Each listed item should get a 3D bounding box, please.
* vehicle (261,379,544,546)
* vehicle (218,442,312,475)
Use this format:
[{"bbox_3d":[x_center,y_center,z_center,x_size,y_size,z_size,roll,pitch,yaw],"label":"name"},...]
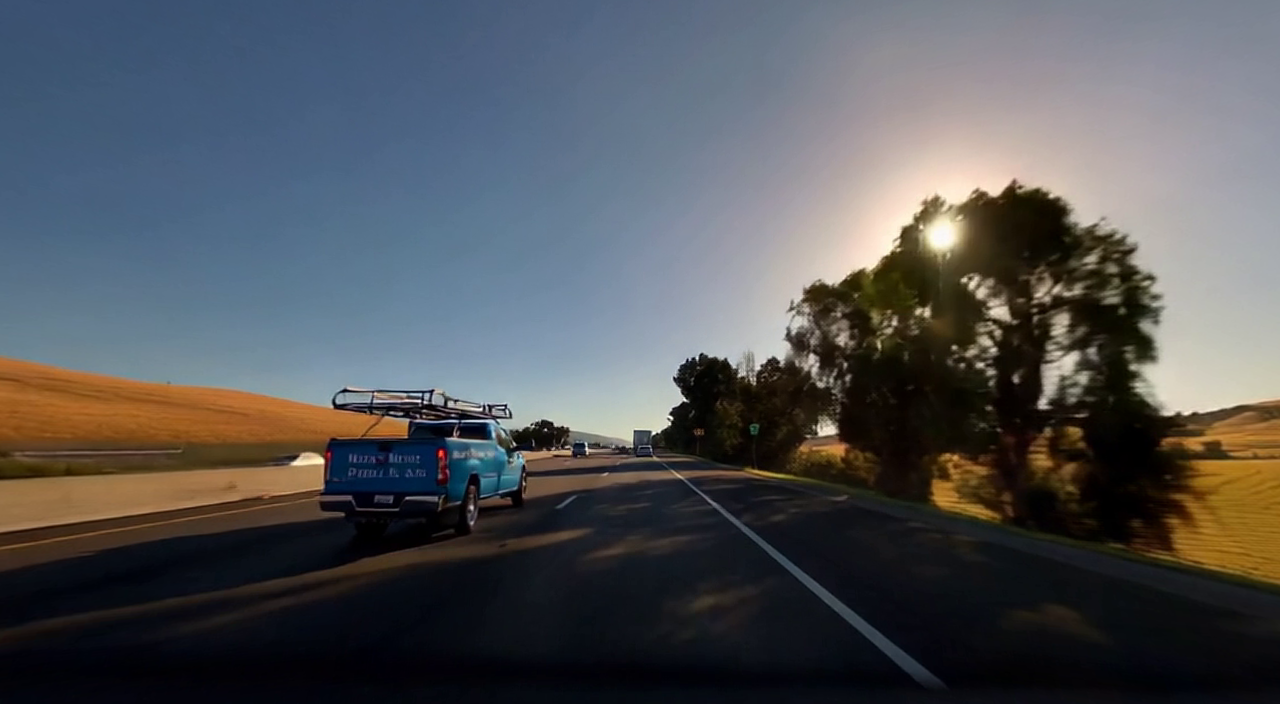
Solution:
[{"bbox_3d":[-3.831,2.027,12.253,2.791,2.330,6.725,0,-8,1],"label":"vehicle"},{"bbox_3d":[-28.328,8.031,48.036,2.617,2.264,7.208,0,-8,1],"label":"vehicle"}]
